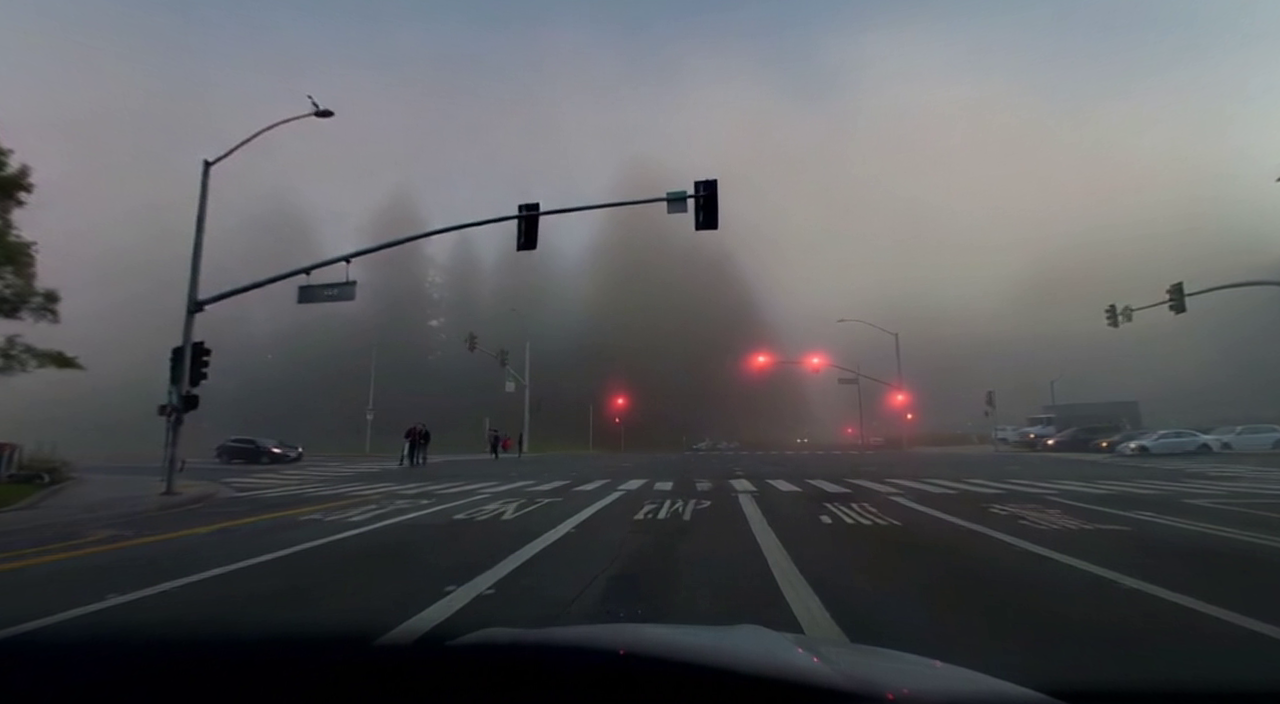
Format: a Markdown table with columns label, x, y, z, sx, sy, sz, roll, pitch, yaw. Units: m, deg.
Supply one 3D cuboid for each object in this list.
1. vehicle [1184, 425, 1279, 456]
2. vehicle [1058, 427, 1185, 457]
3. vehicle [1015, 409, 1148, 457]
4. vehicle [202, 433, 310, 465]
| label | x | y | z | sx | sy | sz | roll | pitch | yaw |
| --- | --- | --- | --- | --- | --- | --- | --- | --- | --- |
| vehicle | 35.038 | 5.115 | 36.570 | 4.896 | 1.729 | 1.952 | -2 | -9 | 10 |
| vehicle | 24.410 | 4.604 | 32.199 | 4.740 | 1.464 | 1.876 | -1 | -9 | 9 |
| vehicle | 26.627 | 4.980 | 38.366 | 5.855 | 2.746 | 2.523 | -2 | -9 | 10 |
| vehicle | -18.895 | 4.787 | 31.130 | 4.265 | 1.493 | 1.871 | -2 | -9 | 10 |
